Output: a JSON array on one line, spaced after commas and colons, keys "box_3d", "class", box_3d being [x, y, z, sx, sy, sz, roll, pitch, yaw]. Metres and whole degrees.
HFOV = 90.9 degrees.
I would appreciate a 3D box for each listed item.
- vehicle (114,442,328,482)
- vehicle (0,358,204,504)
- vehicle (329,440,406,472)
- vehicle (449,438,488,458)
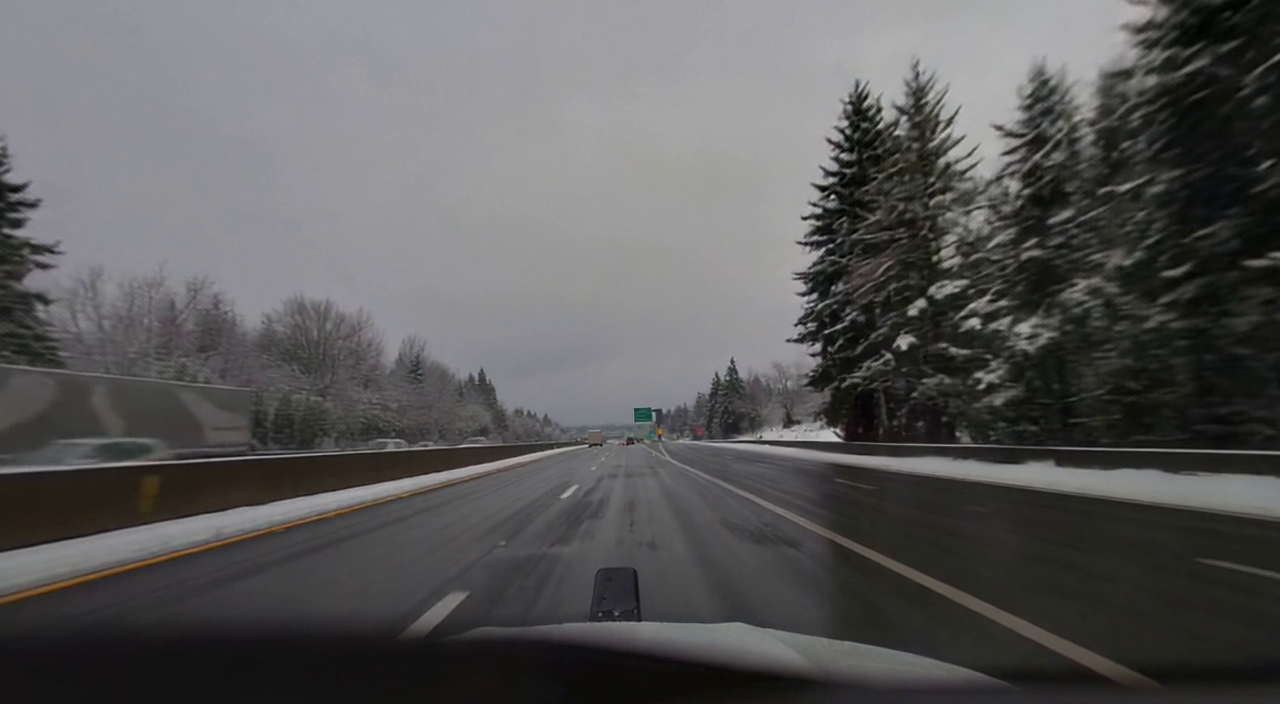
[{"box_3d": [-17.453, 4.648, 27.575, 2.796, 1.314, 10.381, 0, -8, -3], "class": "vehicle"}, {"box_3d": [-17.134, 2.122, 16.824, 2.975, 3.541, 11.755, 0, -8, -2], "class": "vehicle"}, {"box_3d": [-13.327, 5.098, 31.123, 1.907, 1.415, 4.576, 0, -8, -2], "class": "vehicle"}, {"box_3d": [-13.428, 7.514, 49.466, 1.954, 1.492, 4.196, 0, -8, -1], "class": "vehicle"}]
